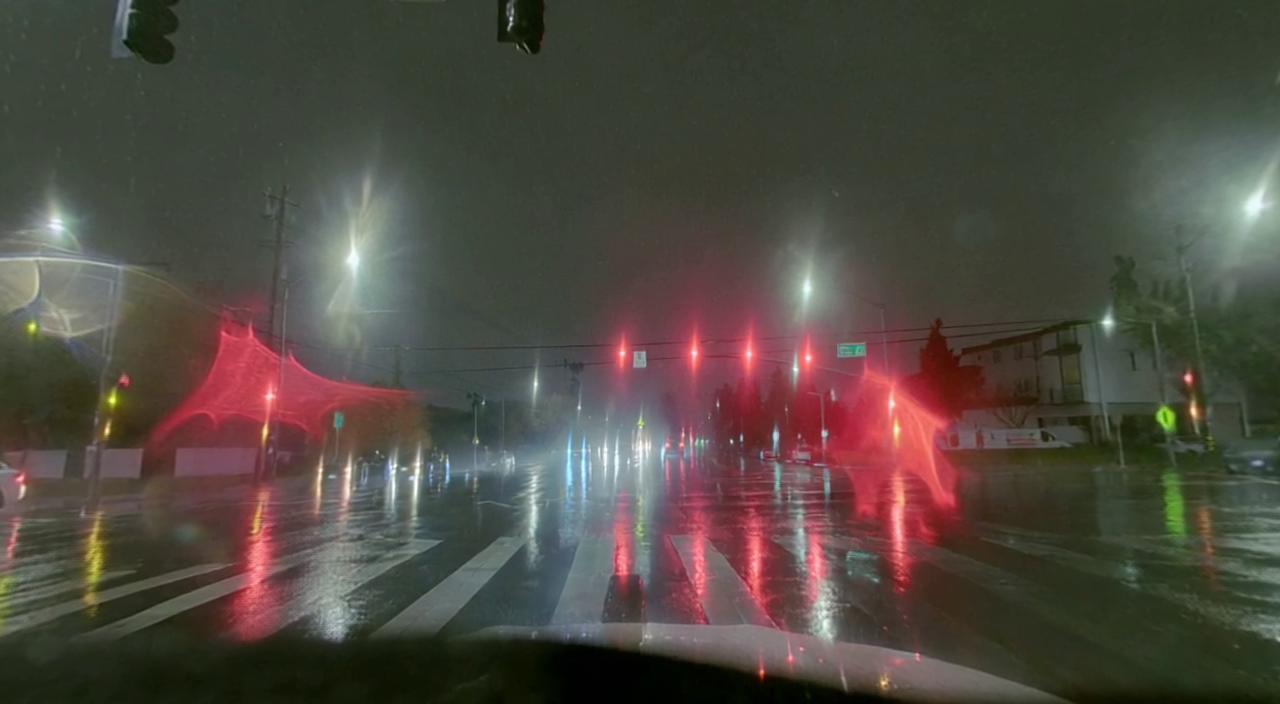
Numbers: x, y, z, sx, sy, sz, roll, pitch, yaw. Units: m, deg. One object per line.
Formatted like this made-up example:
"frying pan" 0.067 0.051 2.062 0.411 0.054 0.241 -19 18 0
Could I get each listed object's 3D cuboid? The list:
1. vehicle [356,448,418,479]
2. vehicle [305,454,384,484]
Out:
"vehicle" -16.185 7.106 40.447 1.960 1.819 5.018 0 -9 -1
"vehicle" -16.095 6.369 34.500 2.055 1.506 4.663 0 -9 0
